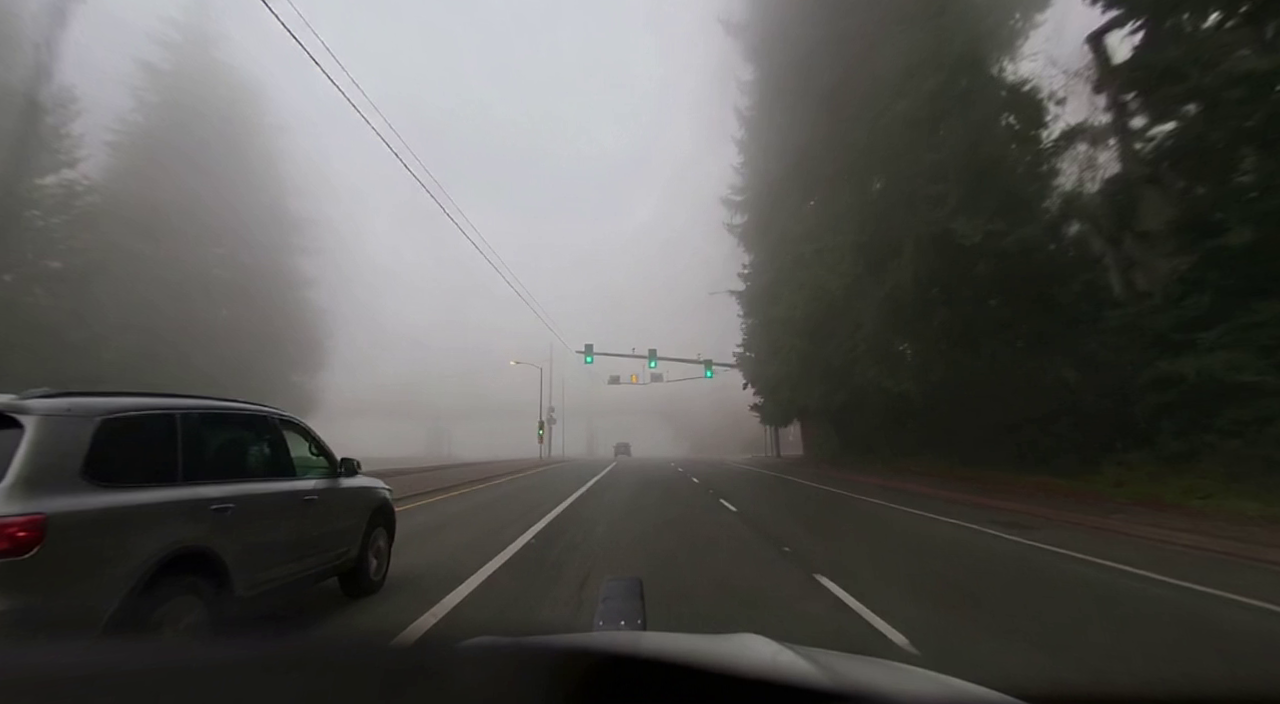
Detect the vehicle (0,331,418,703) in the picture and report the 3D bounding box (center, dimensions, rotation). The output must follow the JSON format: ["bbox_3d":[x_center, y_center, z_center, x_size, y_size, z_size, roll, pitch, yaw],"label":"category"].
[{"bbox_3d":[-3.138,1.054,3.929,1.882,1.704,4.335,0,-8,0],"label":"vehicle"}]
